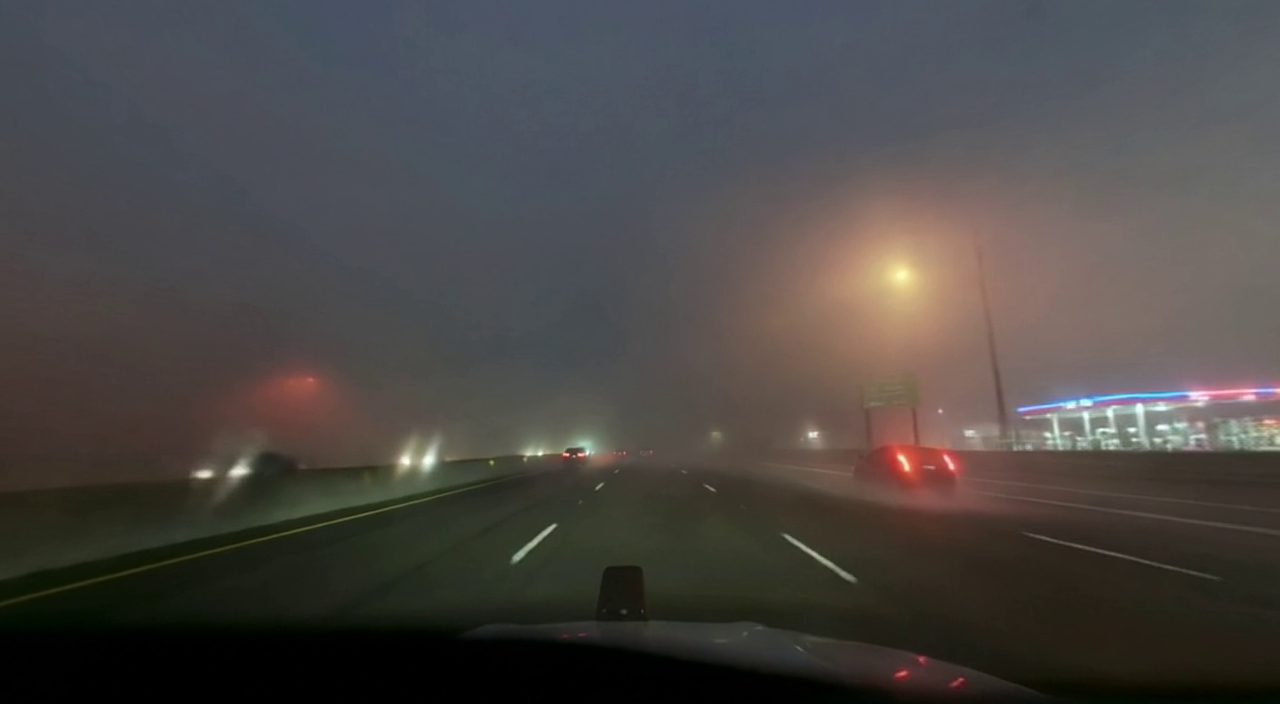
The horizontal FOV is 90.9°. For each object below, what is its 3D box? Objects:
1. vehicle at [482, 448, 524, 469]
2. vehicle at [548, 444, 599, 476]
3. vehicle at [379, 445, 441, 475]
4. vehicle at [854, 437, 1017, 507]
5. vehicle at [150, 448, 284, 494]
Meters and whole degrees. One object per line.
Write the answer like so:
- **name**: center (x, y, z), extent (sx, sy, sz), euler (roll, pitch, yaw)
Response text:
- **vehicle**: center (-10.132, 7.889, 47.017), extent (2.045, 1.466, 4.316), euler (-1, -9, 2)
- **vehicle**: center (-3.384, 5.580, 32.869), extent (2.114, 1.510, 4.186), euler (-1, -9, 1)
- **vehicle**: center (-14.245, 6.691, 39.406), extent (2.034, 1.693, 4.838), euler (-1, -9, 1)
- **vehicle**: center (7.192, 2.949, 16.044), extent (1.909, 1.467, 4.940), euler (-1, -9, 2)
- **vehicle**: center (-17.914, 5.005, 27.111), extent (1.982, 1.745, 5.335), euler (-1, -9, 1)
